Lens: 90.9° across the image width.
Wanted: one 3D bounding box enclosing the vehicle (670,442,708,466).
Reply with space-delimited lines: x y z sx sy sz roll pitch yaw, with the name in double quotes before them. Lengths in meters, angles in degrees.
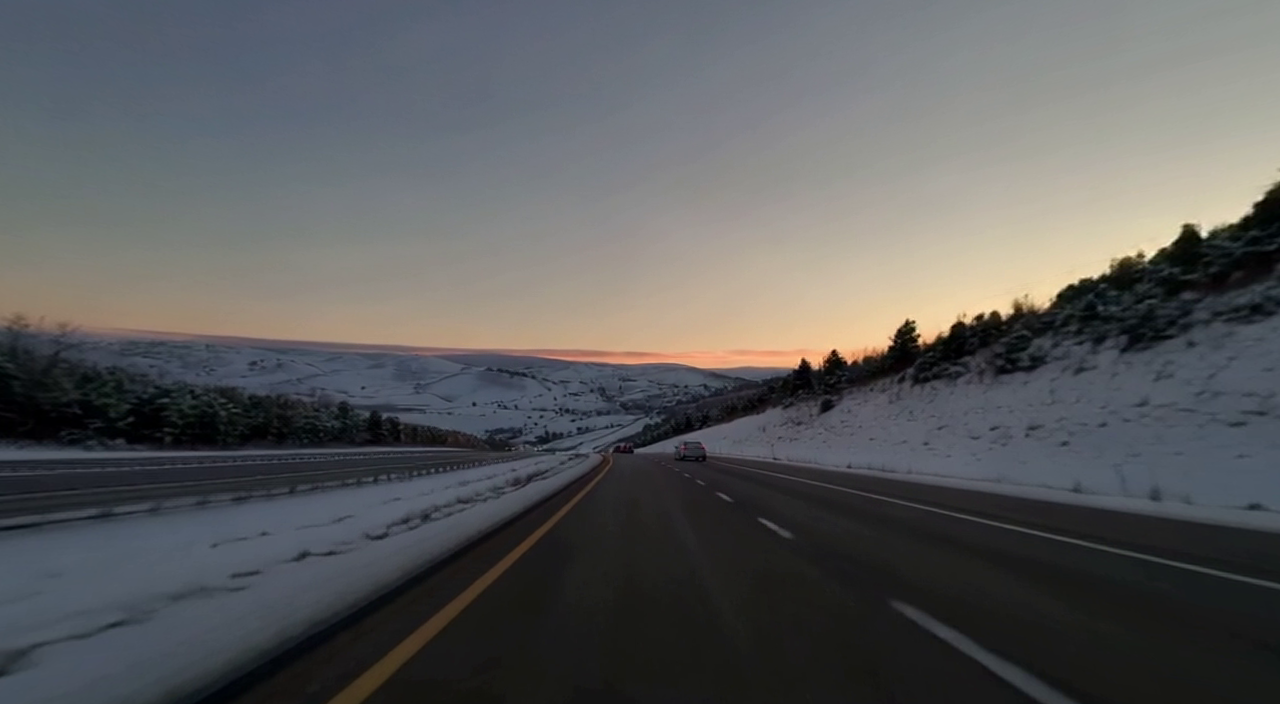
"vehicle" 3.229 6.834 42.489 1.960 1.516 4.657 0 -8 -3
